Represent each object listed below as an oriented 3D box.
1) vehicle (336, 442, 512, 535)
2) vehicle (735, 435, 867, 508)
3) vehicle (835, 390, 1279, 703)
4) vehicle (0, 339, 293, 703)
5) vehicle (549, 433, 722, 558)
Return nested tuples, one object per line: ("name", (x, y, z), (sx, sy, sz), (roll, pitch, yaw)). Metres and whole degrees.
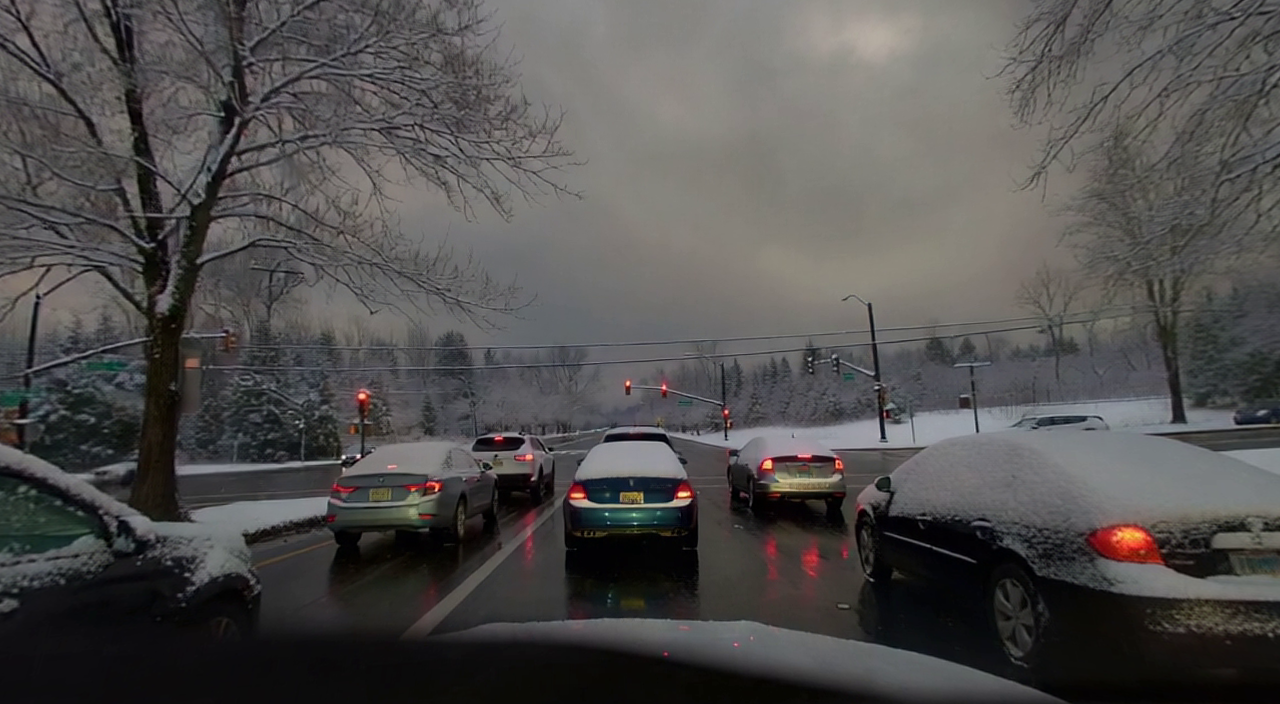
("vehicle", (-3.911, 2.505, 12.336), (1.919, 1.459, 4.371), (0, -8, 0))
("vehicle", (3.649, 2.778, 15.242), (1.922, 1.472, 4.440), (0, -8, -1))
("vehicle", (3.388, 1.305, 5.415), (1.933, 1.564, 4.600), (0, -8, 0))
("vehicle", (-3.665, 0.831, 2.538), (2.047, 1.764, 4.369), (0, -8, 0))
("vehicle", (-0.073, 2.009, 9.602), (2.061, 1.470, 3.970), (0, -8, 0))
